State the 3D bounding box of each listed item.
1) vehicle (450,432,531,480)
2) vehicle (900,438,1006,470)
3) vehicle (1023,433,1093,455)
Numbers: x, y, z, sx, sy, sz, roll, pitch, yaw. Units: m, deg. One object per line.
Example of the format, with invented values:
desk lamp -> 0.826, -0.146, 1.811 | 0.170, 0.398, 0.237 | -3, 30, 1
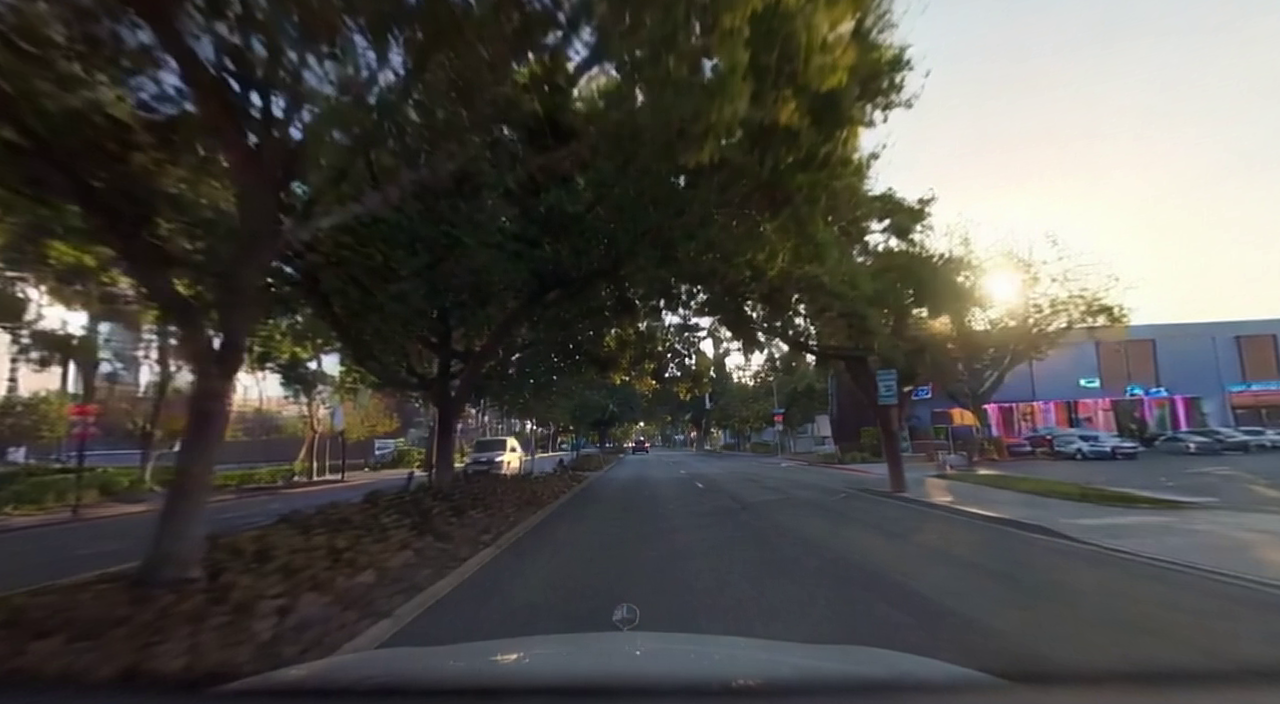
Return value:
vehicle -> -6.689, 4.718, 28.973 | 2.437, 1.986, 5.135 | 0, -8, 0
vehicle -> 16.187, 5.288, 32.869 | 4.421, 1.412, 1.949 | -2, -8, -1
vehicle -> 28.892, 6.391, 43.882 | 1.820, 1.463, 4.371 | 0, -8, -1
